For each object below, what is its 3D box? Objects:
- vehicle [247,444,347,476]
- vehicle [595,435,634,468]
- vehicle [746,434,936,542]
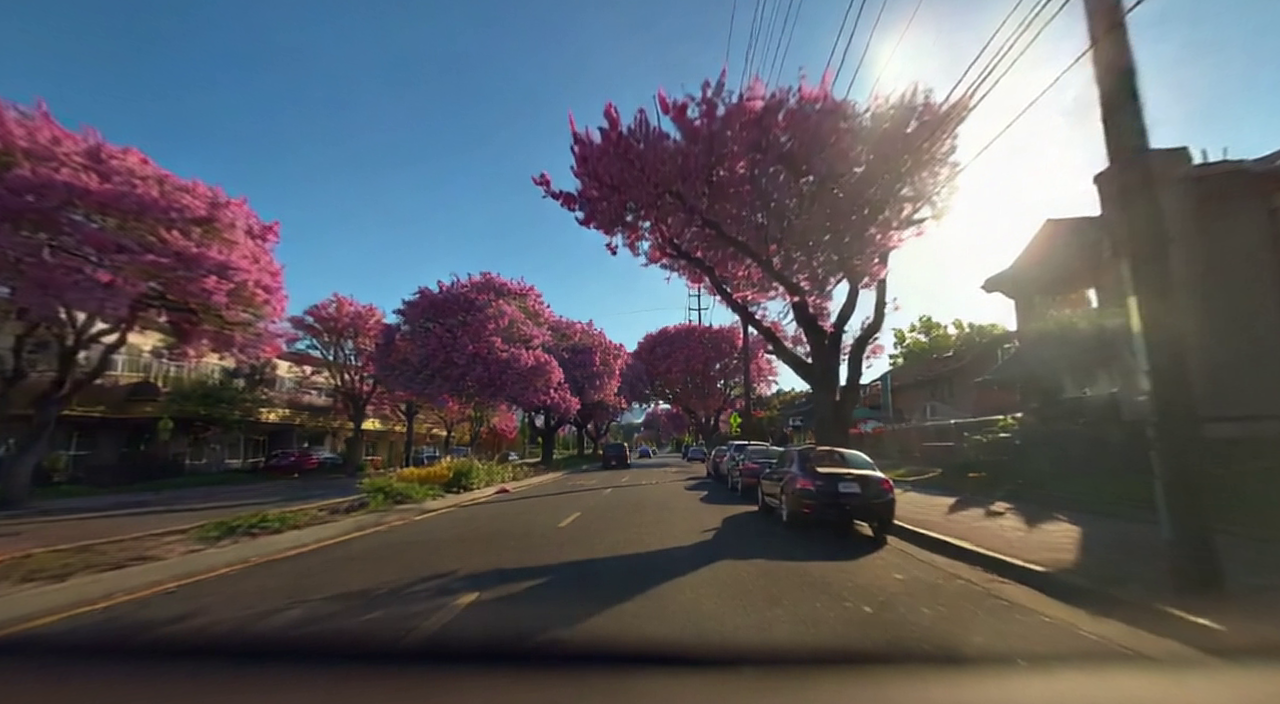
[{"bbox_3d":[-21.938,6.924,40.577,5.252,1.925,2.061,3,-9,-19],"label":"vehicle"},{"bbox_3d":[-1.593,6.507,41.275,2.202,1.961,4.980,0,-9,2],"label":"vehicle"},{"bbox_3d":[3.249,2.290,11.326,1.985,1.500,4.654,0,-9,1],"label":"vehicle"}]
